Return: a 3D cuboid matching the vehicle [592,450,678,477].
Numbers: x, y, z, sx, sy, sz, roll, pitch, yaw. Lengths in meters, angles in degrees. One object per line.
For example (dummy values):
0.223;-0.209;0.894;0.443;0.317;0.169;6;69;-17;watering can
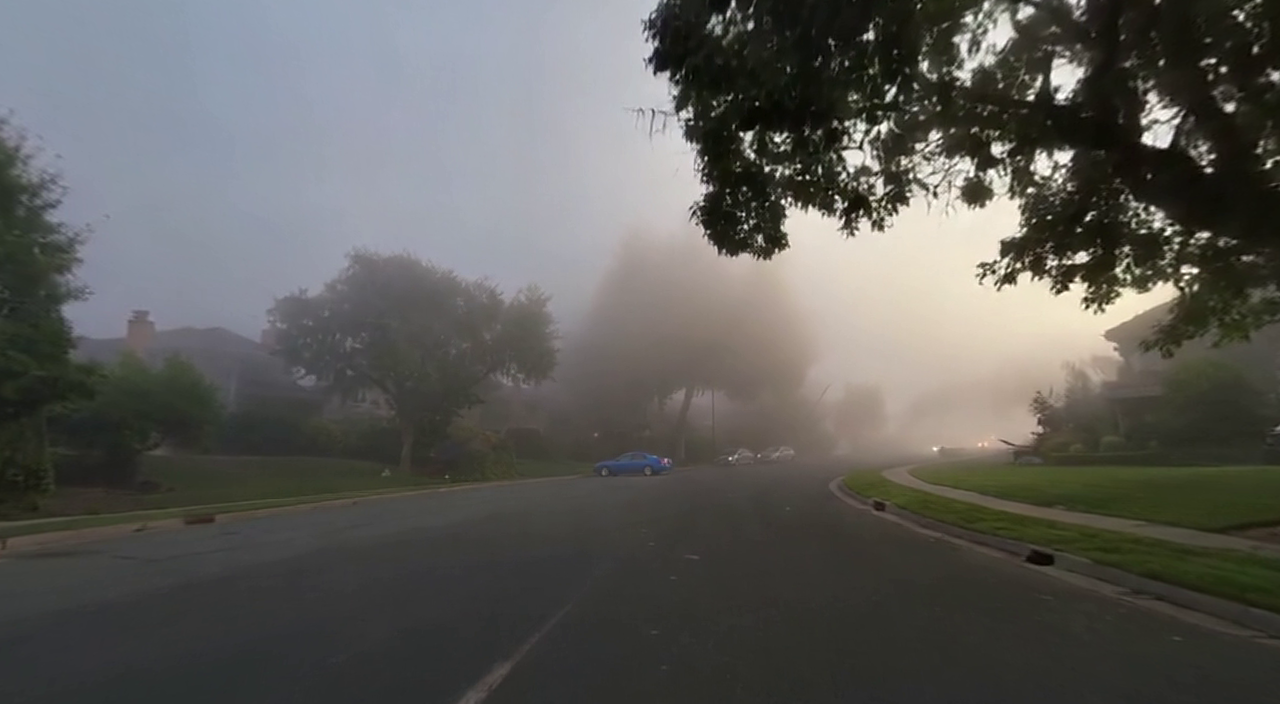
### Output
-0.278;6.444;36.771;4.653;1.480;1.871;-3;-9;20;vehicle
